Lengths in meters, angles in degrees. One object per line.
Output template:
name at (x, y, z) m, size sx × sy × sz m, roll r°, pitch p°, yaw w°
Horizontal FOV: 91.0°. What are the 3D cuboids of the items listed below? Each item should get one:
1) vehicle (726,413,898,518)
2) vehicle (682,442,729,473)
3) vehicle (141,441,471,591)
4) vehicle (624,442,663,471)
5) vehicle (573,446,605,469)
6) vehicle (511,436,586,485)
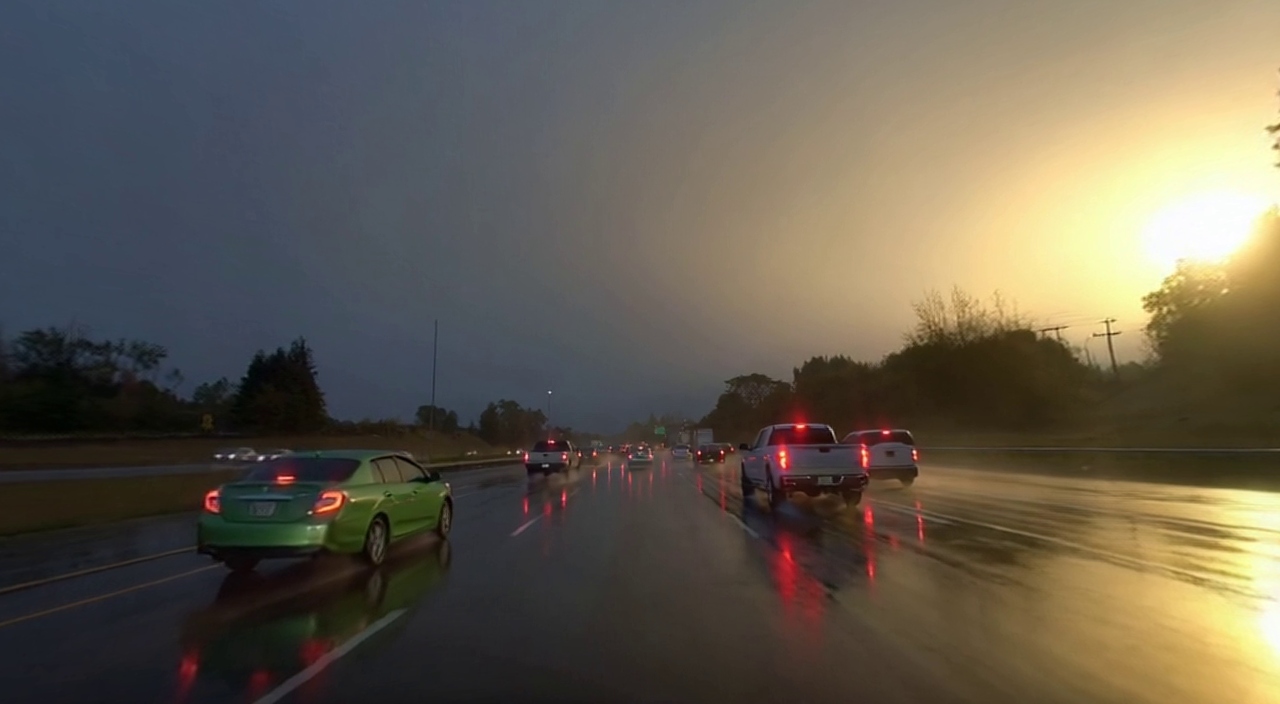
vehicle at (3.591, 2.535, 14.562) m, size 2.340 × 1.925 × 5.529 m, roll 0°, pitch -9°, yaw -1°
vehicle at (3.719, 6.073, 36.498) m, size 2.145 × 1.636 × 4.437 m, roll 1°, pitch -9°, yaw -1°
vehicle at (-3.831, 1.922, 8.307) m, size 1.947 × 1.424 × 4.264 m, roll 0°, pitch -9°, yaw 1°
vehicle at (0.162, 6.142, 37.080) m, size 2.147 × 1.572 × 4.094 m, roll 0°, pitch -9°, yaw -1°
vehicle at (-3.480, 7.274, 43.563) m, size 1.907 × 1.484 × 3.954 m, roll 0°, pitch -9°, yaw 0°
vehicle at (-3.582, 4.353, 25.597) m, size 2.176 × 1.783 × 4.799 m, roll 0°, pitch -9°, yaw 2°
